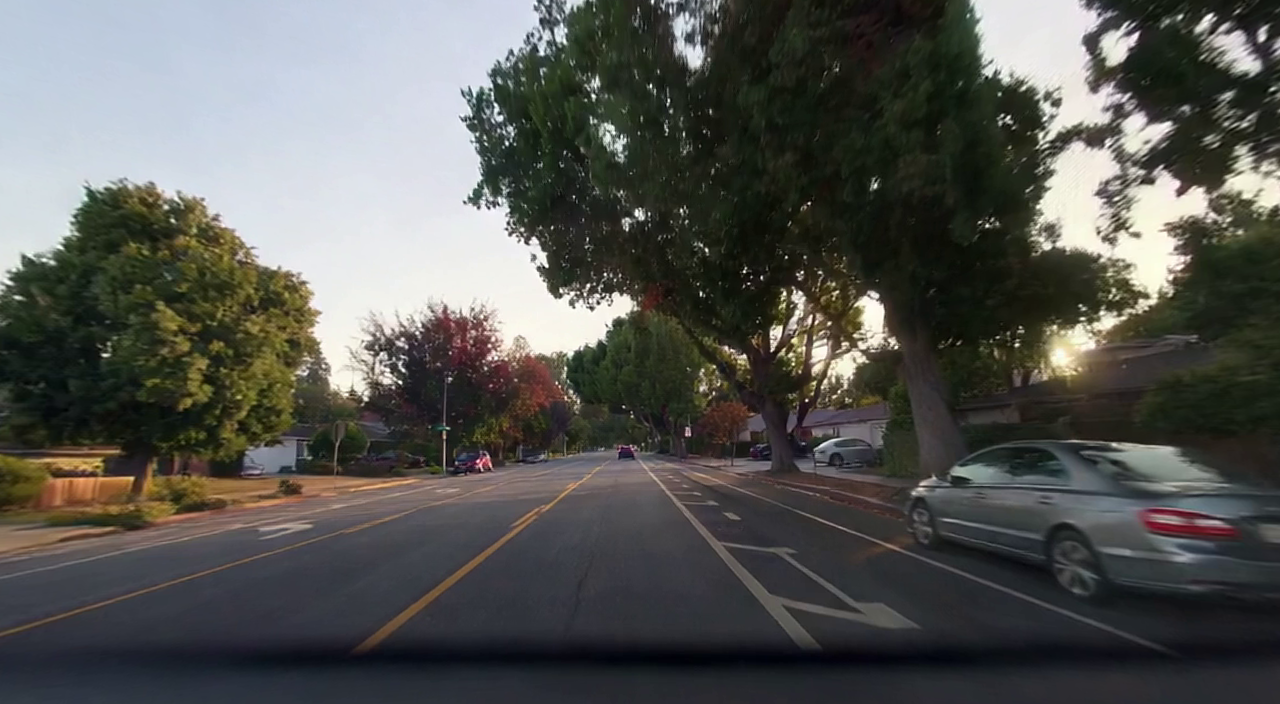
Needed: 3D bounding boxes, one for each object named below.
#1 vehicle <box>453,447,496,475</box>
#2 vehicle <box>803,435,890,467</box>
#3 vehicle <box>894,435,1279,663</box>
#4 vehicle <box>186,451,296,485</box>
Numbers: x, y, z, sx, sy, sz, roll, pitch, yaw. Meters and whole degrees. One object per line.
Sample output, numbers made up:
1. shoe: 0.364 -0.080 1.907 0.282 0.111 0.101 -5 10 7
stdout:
1. vehicle: -12.454 8.266 47.908 2.062 1.821 4.880 -3 -9 -2
2. vehicle: 11.687 5.622 36.014 4.194 1.680 2.150 -1 -8 1
3. vehicle: 4.628 1.632 6.509 2.012 1.474 4.506 0 -8 -2
4. vehicle: -22.097 6.406 35.154 4.684 1.758 2.138 -1 -8 2
